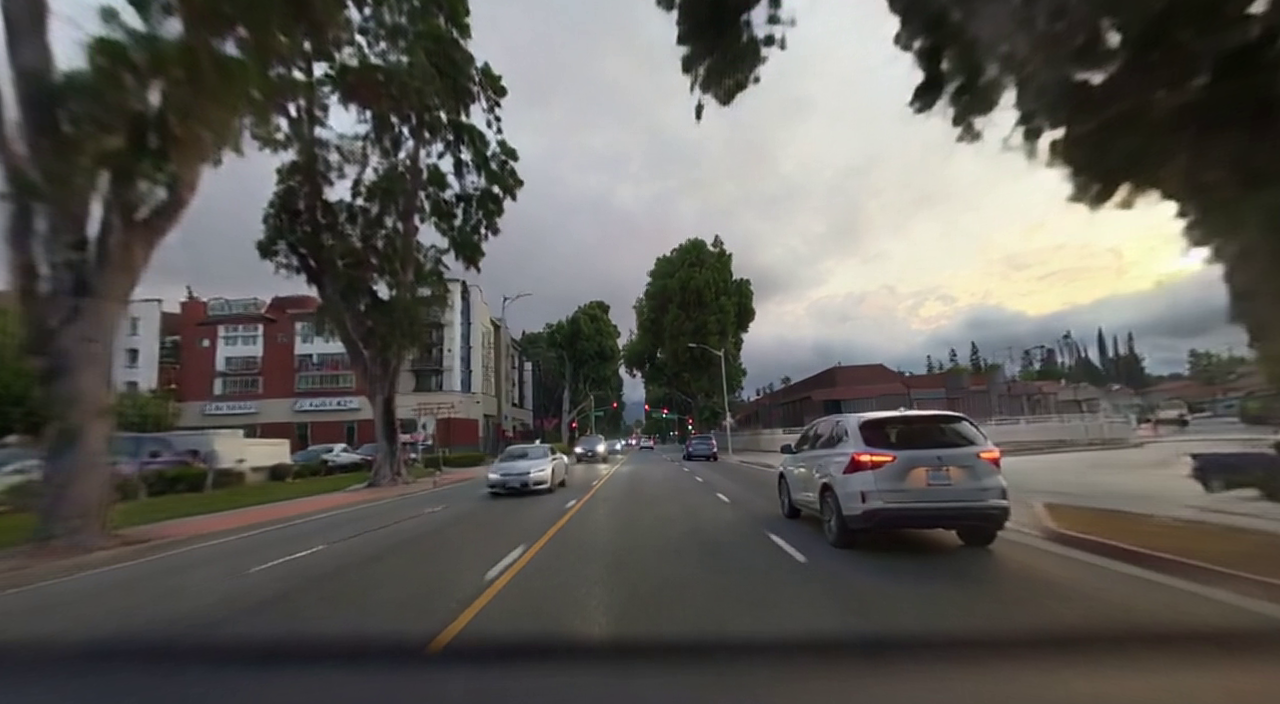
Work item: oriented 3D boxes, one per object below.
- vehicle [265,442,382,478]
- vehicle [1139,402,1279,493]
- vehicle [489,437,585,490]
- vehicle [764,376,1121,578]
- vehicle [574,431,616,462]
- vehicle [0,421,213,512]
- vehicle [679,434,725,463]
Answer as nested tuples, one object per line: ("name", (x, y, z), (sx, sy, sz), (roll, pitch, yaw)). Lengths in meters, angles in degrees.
("vehicle", (-14.355, 4.867, 28.727), (4.318, 1.483, 1.994), (7, -10, -41))
("vehicle", (12.404, 1.781, 11.906), (4.022, 1.550, 2.199), (-1, -8, 2))
("vehicle", (-3.079, 3.429, 19.868), (2.133, 1.439, 4.280), (-1, -8, 2))
("vehicle", (3.324, 1.513, 8.507), (2.251, 1.861, 5.144), (0, -8, 0))
("vehicle", (-2.931, 6.378, 42.700), (2.304, 1.886, 6.516), (-1, -8, 1))
("vehicle", (-14.874, 2.990, 17.024), (5.135, 2.059, 2.468), (4, -10, -43))
("vehicle", (3.464, 5.485, 36.076), (2.072, 1.471, 4.834), (0, -8, -1))
